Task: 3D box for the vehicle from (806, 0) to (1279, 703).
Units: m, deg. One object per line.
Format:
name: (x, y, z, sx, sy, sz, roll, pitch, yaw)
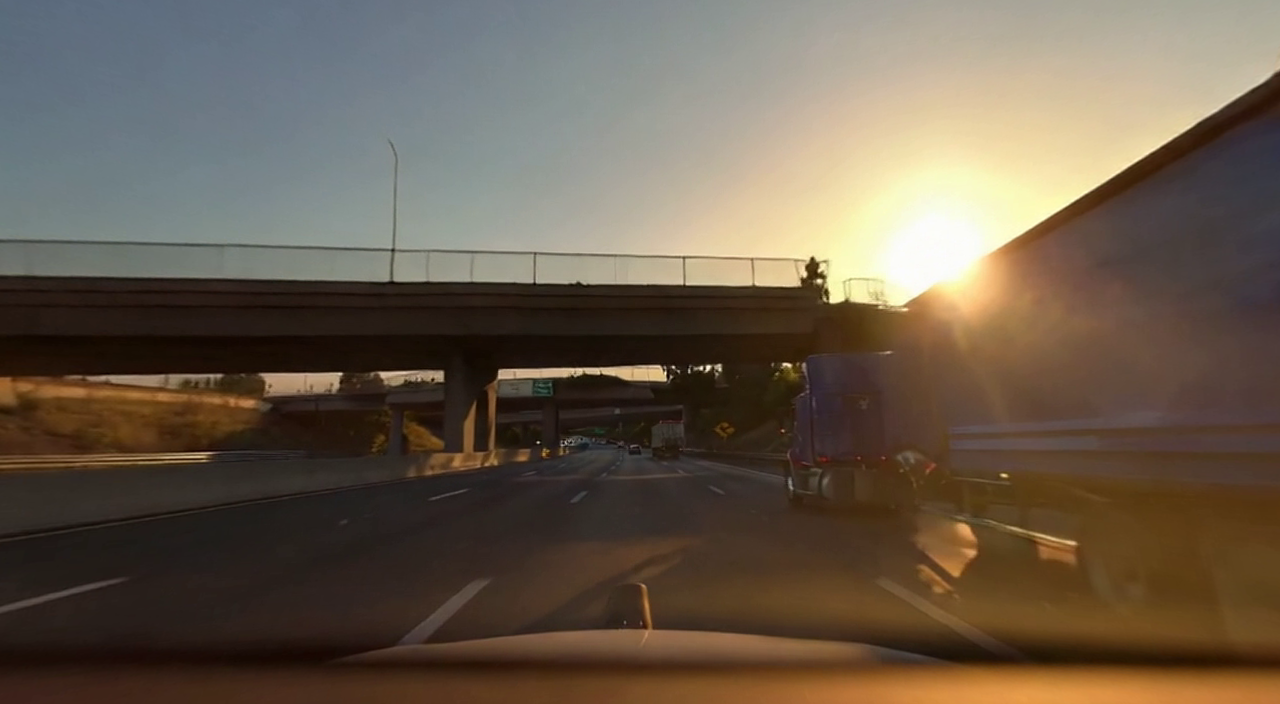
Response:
vehicle: (4.487, 0.292, 5.762, 3.107, 3.718, 10.231, 0, -9, 0)
